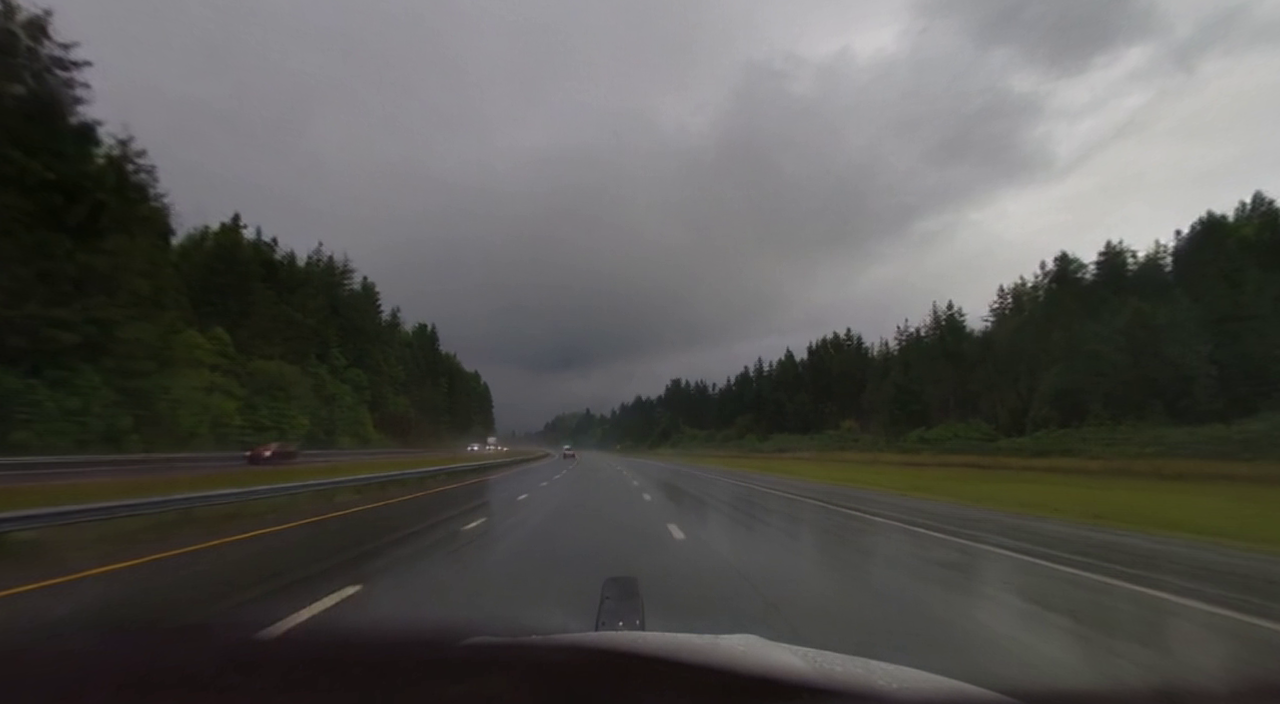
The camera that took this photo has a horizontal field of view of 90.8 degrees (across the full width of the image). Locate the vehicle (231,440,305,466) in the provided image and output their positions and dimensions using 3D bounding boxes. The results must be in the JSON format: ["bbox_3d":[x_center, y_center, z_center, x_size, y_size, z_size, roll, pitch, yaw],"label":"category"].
[{"bbox_3d":[-22.179,6.056,37.864,1.814,1.439,4.704,0,-9,-3],"label":"vehicle"}]
